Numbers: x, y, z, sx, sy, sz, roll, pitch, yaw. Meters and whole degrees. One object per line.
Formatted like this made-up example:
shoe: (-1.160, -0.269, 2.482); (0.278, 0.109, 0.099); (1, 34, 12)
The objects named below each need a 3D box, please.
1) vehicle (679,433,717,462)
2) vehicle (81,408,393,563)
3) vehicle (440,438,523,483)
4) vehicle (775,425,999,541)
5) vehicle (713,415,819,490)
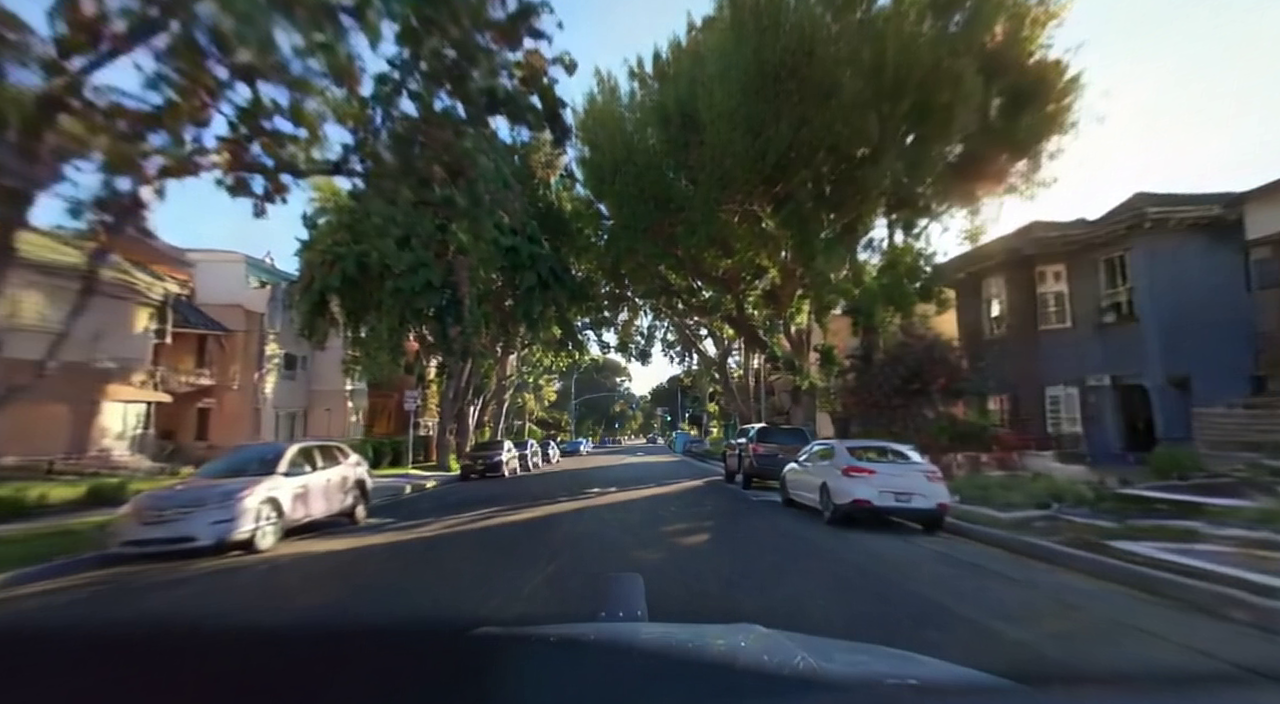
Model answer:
vehicle: (3.772, 6.287, 41.629); (1.952, 1.738, 4.518); (0, -8, -1)
vehicle: (-5.906, 2.026, 10.183); (2.106, 1.760, 4.573); (-4, -9, -1)
vehicle: (-5.755, 3.994, 23.524); (1.998, 1.485, 4.476); (0, -8, -1)
vehicle: (3.739, 2.056, 10.595); (1.968, 1.505, 4.368); (0, -8, 0)
vehicle: (3.650, 3.046, 19.307); (2.158, 1.977, 4.750); (0, -8, -1)
